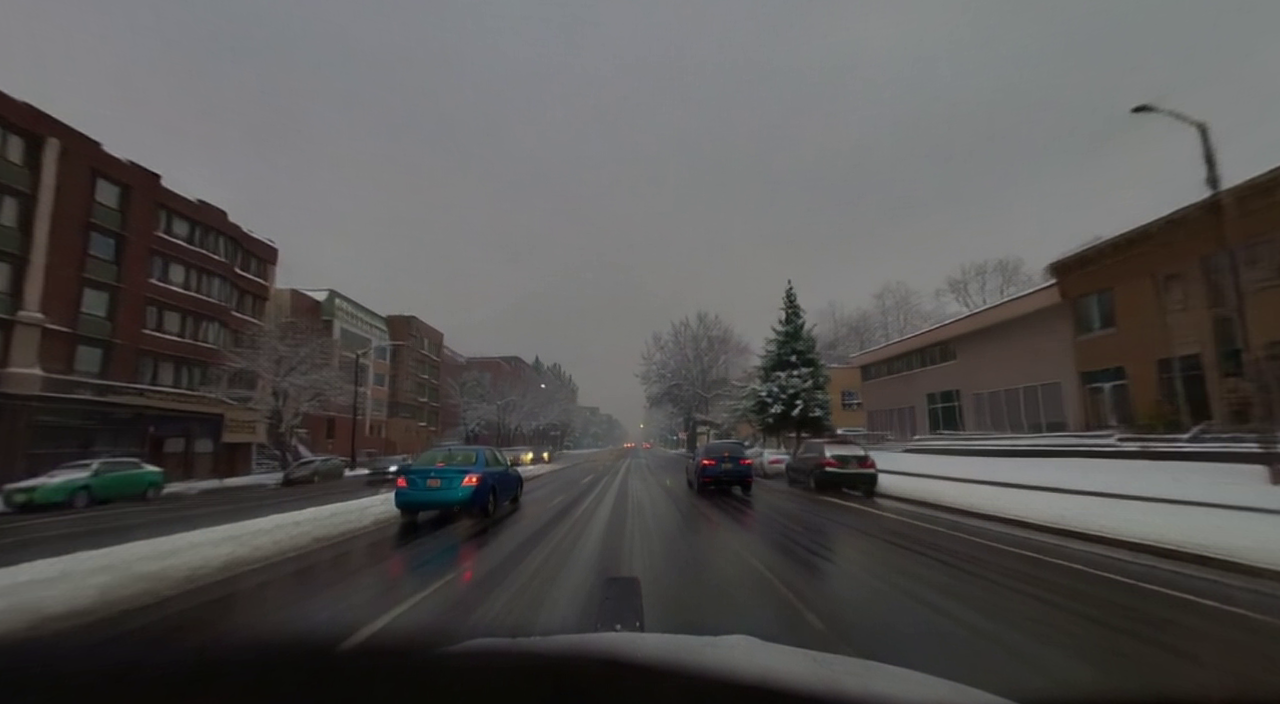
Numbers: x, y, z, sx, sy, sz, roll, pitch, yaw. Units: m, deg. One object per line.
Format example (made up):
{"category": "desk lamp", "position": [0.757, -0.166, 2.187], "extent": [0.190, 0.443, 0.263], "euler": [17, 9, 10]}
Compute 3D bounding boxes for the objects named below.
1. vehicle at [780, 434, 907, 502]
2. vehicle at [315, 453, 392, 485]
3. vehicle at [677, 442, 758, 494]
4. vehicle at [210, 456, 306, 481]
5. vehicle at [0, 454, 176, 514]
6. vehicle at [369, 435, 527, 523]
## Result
{"category": "vehicle", "position": [6.006, 3.473, 19.477], "extent": [2.085, 1.782, 5.258], "euler": [0, -8, -1]}
{"category": "vehicle", "position": [-15.054, 6.130, 33.477], "extent": [1.907, 1.494, 4.549], "euler": [0, -9, 1]}
{"category": "vehicle", "position": [2.359, 3.660, 20.370], "extent": [1.978, 1.471, 4.426], "euler": [0, -8, -1]}
{"category": "vehicle", "position": [-24.104, 7.337, 40.001], "extent": [4.816, 1.482, 1.995], "euler": [-1, -9, 3]}
{"category": "vehicle", "position": [-18.111, 4.272, 20.951], "extent": [2.003, 1.699, 4.524], "euler": [-2, -9, -1]}
{"category": "vehicle", "position": [-3.767, 2.545, 13.242], "extent": [2.062, 1.527, 4.044], "euler": [0, -8, 0]}
